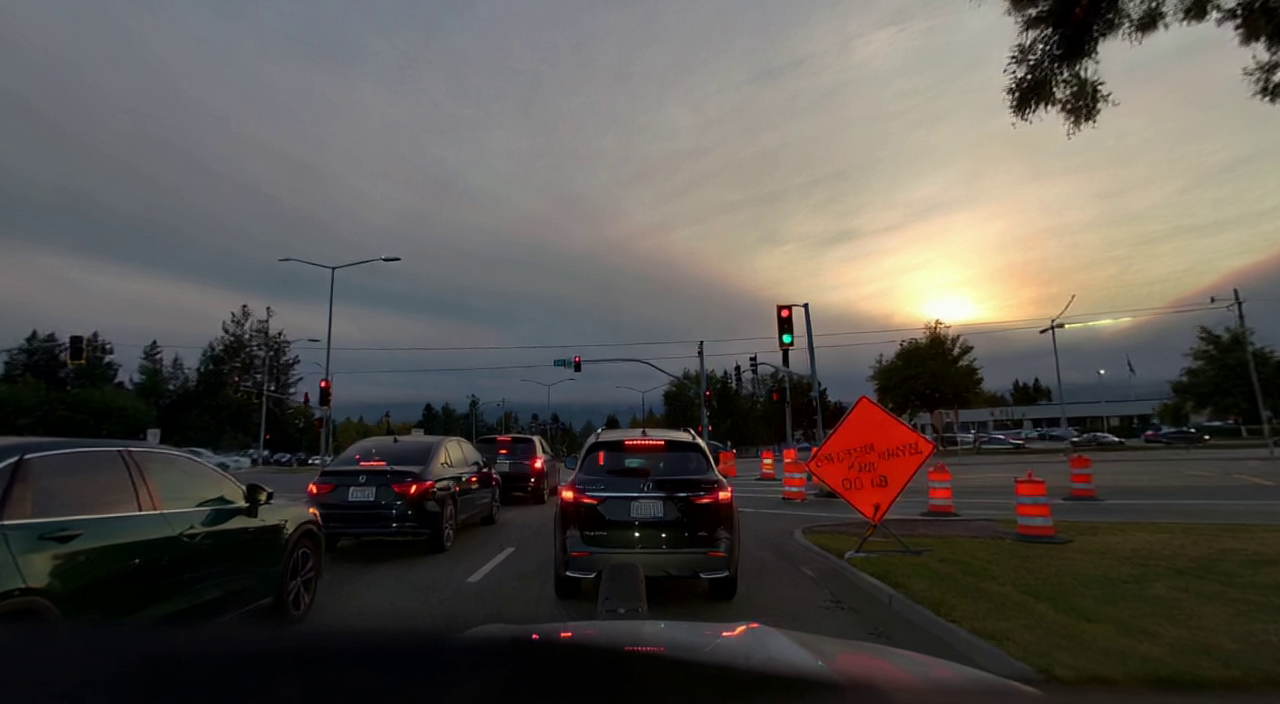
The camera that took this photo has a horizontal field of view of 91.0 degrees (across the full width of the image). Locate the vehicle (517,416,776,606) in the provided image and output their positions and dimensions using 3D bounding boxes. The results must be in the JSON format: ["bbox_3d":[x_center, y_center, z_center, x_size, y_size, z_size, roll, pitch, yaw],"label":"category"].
[{"bbox_3d":[0.100,1.621,7.212,2.167,1.560,3.676,0,-9,1],"label":"vehicle"}]

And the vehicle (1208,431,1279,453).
[{"bbox_3d":[48.263,7.159,49.878,4.672,1.676,1.867,1,-9,0],"label":"vehicle"}]

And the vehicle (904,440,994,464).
[{"bbox_3d":[20.076,6.502,41.052,4.807,1.504,1.837,0,-9,2],"label":"vehicle"}]

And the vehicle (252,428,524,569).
[{"bbox_3d":[-3.267,1.996,9.445,1.989,1.541,4.626,0,-9,3],"label":"vehicle"}]

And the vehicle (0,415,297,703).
[{"bbox_3d":[-3.585,0.948,2.166,2.064,1.497,4.722,0,-9,1],"label":"vehicle"}]
